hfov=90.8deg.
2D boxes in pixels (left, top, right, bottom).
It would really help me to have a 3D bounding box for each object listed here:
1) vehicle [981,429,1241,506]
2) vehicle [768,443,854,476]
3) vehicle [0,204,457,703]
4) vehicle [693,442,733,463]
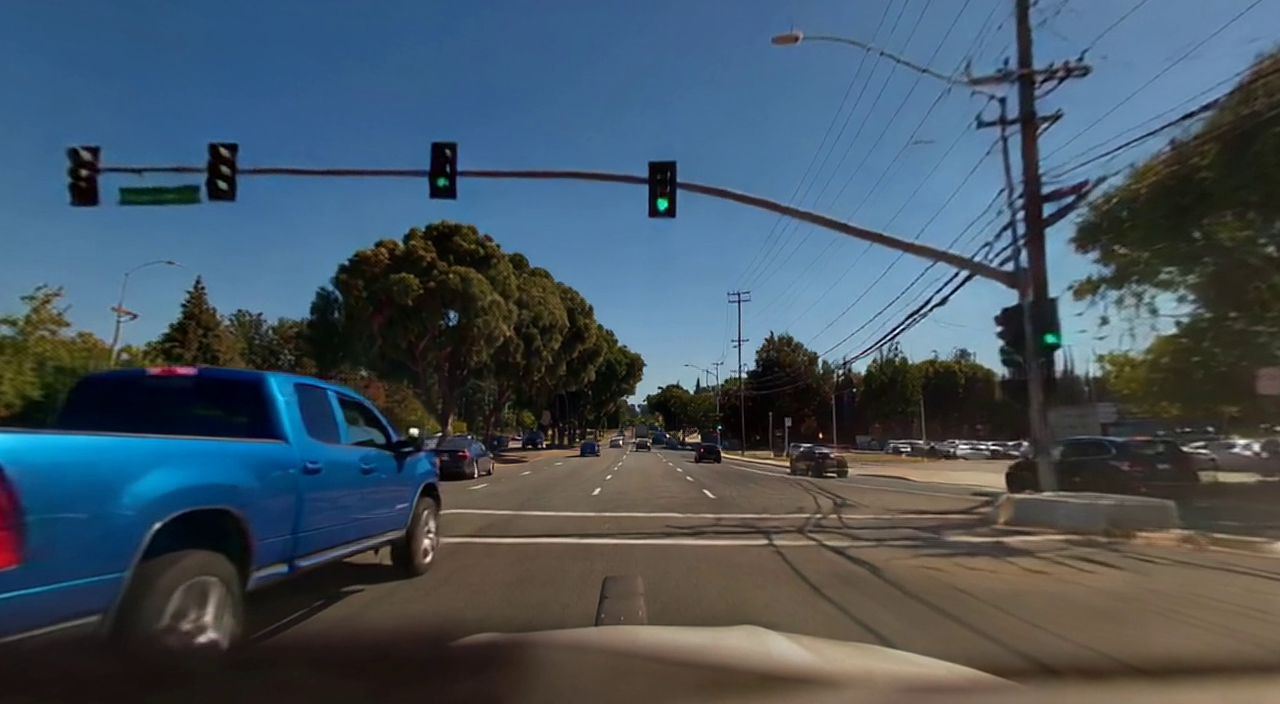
[{"bbox_3d":[12.450,3.035,17.140,2.150,1.735,5.106,6,-10,-35],"label":"vehicle"},{"bbox_3d":[8.215,5.196,30.830,1.840,1.428,4.602,2,-9,-17],"label":"vehicle"},{"bbox_3d":[-3.117,0.803,3.379,2.467,1.991,6.089,0,-8,0],"label":"vehicle"},{"bbox_3d":[5.335,7.361,46.520,2.071,1.435,4.226,1,-8,-6],"label":"vehicle"}]
